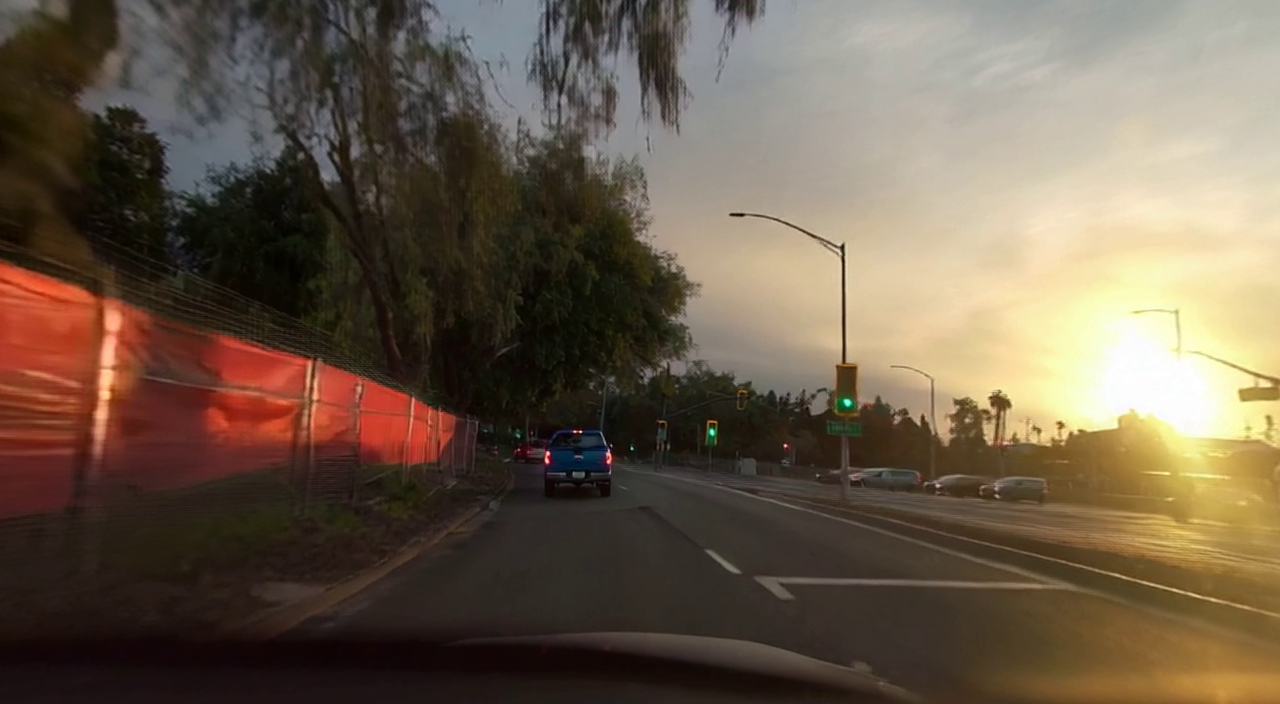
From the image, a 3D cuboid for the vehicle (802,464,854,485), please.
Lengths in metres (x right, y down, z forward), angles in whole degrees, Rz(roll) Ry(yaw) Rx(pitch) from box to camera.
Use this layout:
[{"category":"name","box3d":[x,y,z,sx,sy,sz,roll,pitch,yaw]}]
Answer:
[{"category":"vehicle","box3d":[14.574,9.545,49.253,1.808,1.467,4.360,3,-10,-15]}]

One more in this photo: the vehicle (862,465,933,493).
[{"category":"vehicle","box3d":[16.473,8.132,40.630,1.884,1.622,4.485,3,-10,-14]}]

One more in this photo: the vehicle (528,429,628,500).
[{"category":"vehicle","box3d":[-1.757,3.145,18.096,2.436,1.698,5.322,1,-8,-5]}]

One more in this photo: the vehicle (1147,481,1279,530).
[{"category":"vehicle","box3d":[23.314,6.100,25.380,1.805,1.494,4.362,1,-8,-8]}]

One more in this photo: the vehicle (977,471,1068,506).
[{"category":"vehicle","box3d":[21.576,7.692,35.818,1.841,1.673,4.470,1,-9,-9]}]
